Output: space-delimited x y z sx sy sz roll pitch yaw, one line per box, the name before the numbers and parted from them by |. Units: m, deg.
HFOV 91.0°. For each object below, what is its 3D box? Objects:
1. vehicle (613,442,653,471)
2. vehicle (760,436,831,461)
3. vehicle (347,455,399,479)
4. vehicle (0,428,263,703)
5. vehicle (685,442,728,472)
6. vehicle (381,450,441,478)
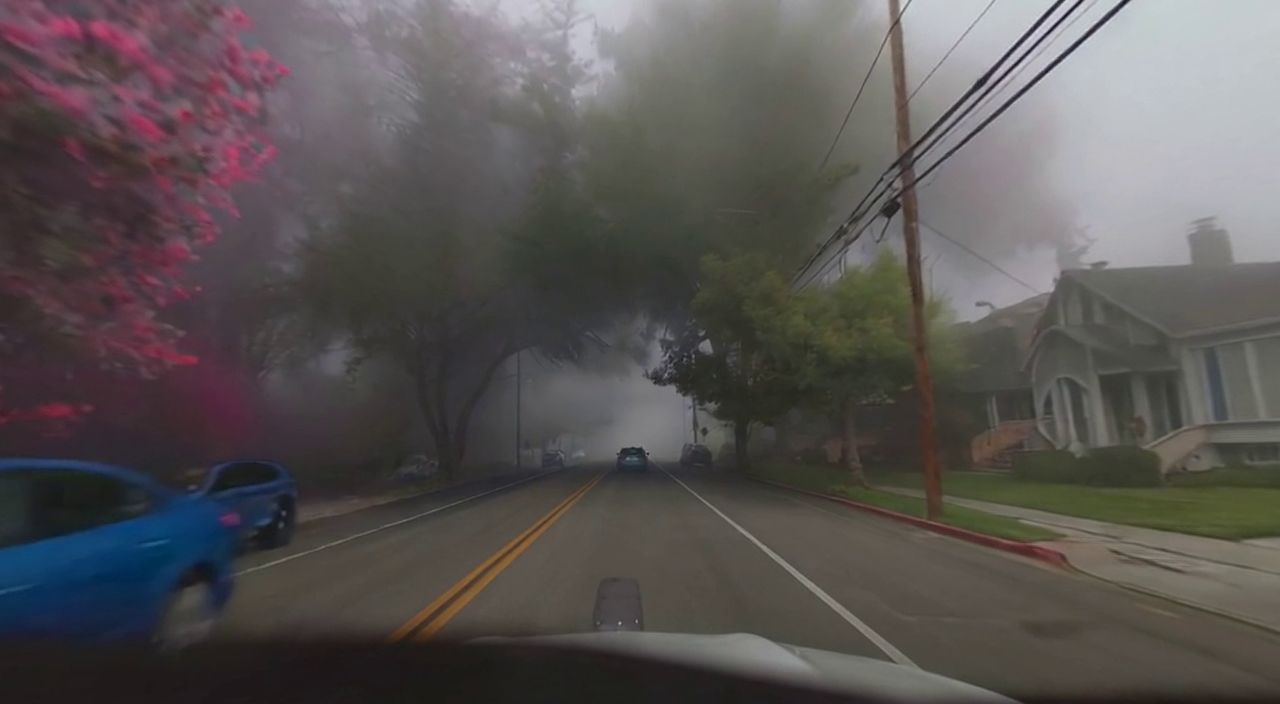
vehicle | -0.419 5.838 35.394 2.104 1.500 3.815 0 -8 -1
vehicle | 10.911 6.829 44.435 4.467 1.727 2.009 0 -9 -1
vehicle | -18.022 7.757 42.620 1.797 1.414 3.641 0 -8 2
vehicle | -3.708 1.047 2.301 2.022 1.534 4.320 0 -8 -1
vehicle | 3.787 6.049 36.490 1.895 1.640 4.090 0 -8 -1
vehicle | -15.302 7.474 42.303 2.106 1.711 4.743 0 -8 2
